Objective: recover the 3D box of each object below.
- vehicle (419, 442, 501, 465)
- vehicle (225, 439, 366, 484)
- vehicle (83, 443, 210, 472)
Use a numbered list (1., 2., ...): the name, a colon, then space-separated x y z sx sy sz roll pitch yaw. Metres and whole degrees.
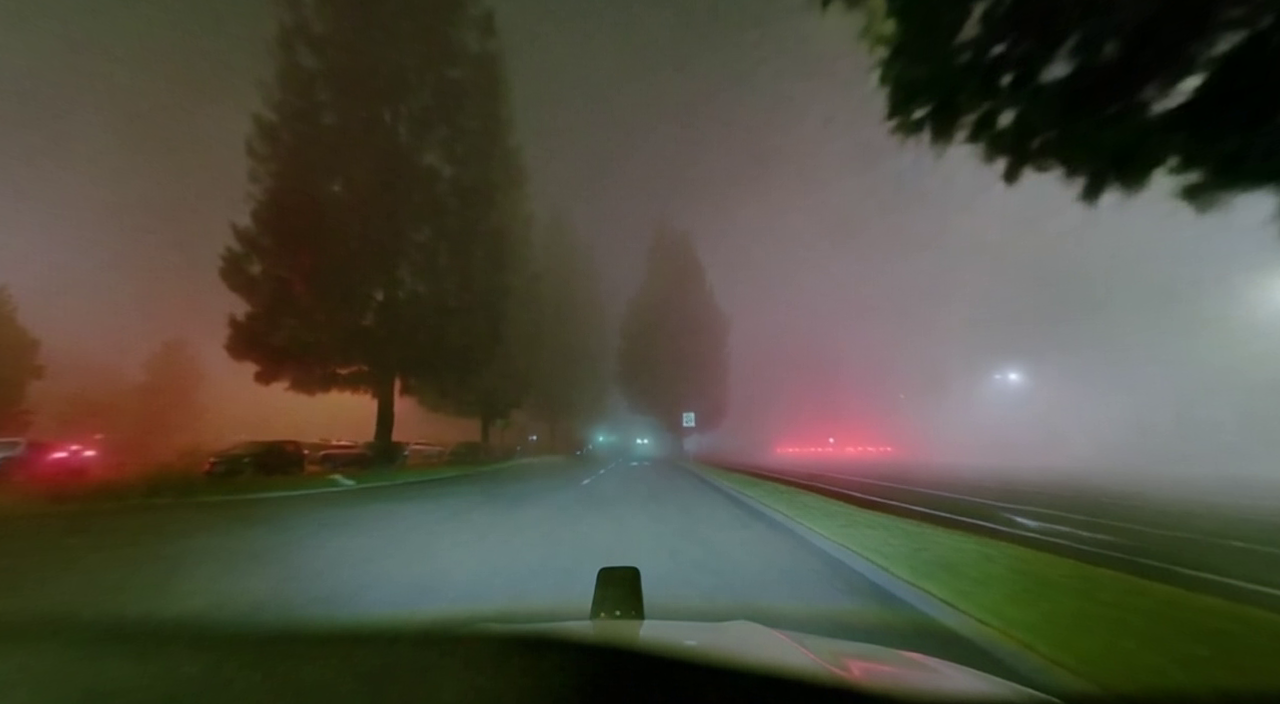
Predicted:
1. vehicle: -12.930 7.325 45.485 5.300 1.432 1.951 1 -8 -1
2. vehicle: -13.670 4.343 25.157 4.422 1.694 2.026 0 -7 1
3. vehicle: -26.680 5.693 34.181 5.024 1.494 2.242 0 -7 1
